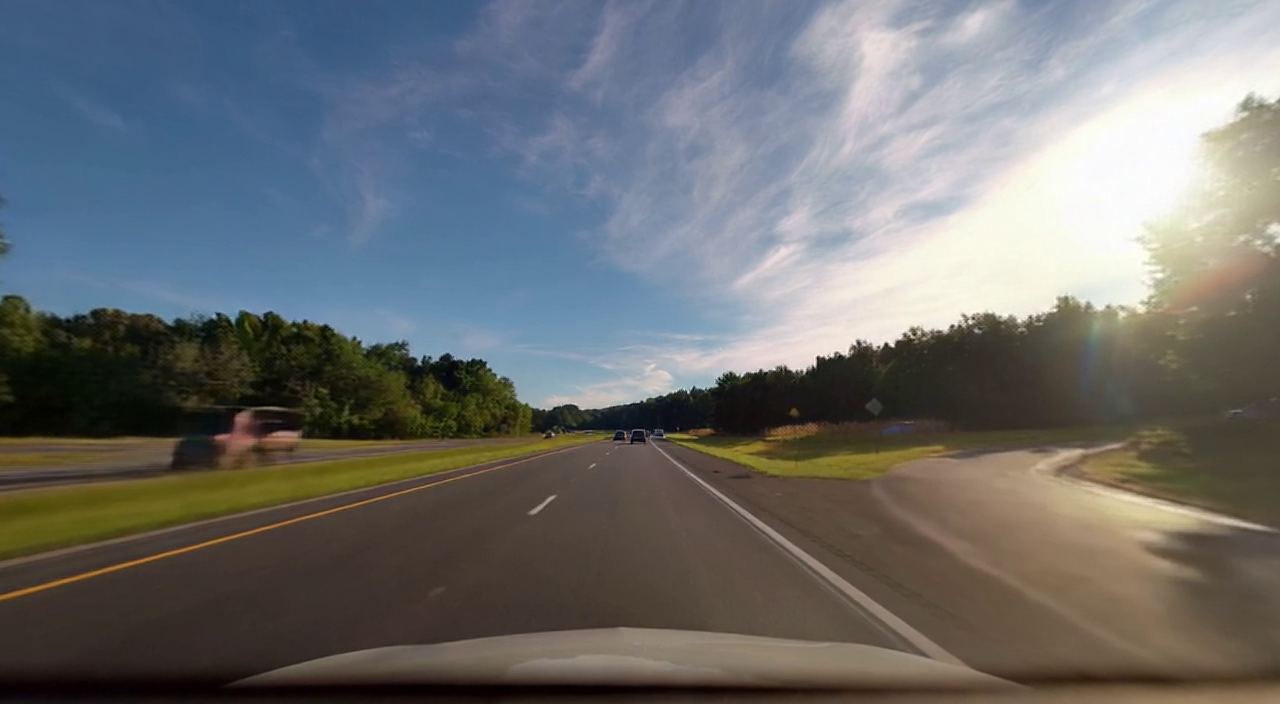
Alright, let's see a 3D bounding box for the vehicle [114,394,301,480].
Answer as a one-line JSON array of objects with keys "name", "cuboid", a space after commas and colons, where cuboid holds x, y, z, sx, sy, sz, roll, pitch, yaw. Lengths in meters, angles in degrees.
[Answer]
[{"name": "vehicle", "cuboid": [-14.788, 2.978, 22.151, 2.373, 2.626, 5.780, 0, -8, 1]}]
